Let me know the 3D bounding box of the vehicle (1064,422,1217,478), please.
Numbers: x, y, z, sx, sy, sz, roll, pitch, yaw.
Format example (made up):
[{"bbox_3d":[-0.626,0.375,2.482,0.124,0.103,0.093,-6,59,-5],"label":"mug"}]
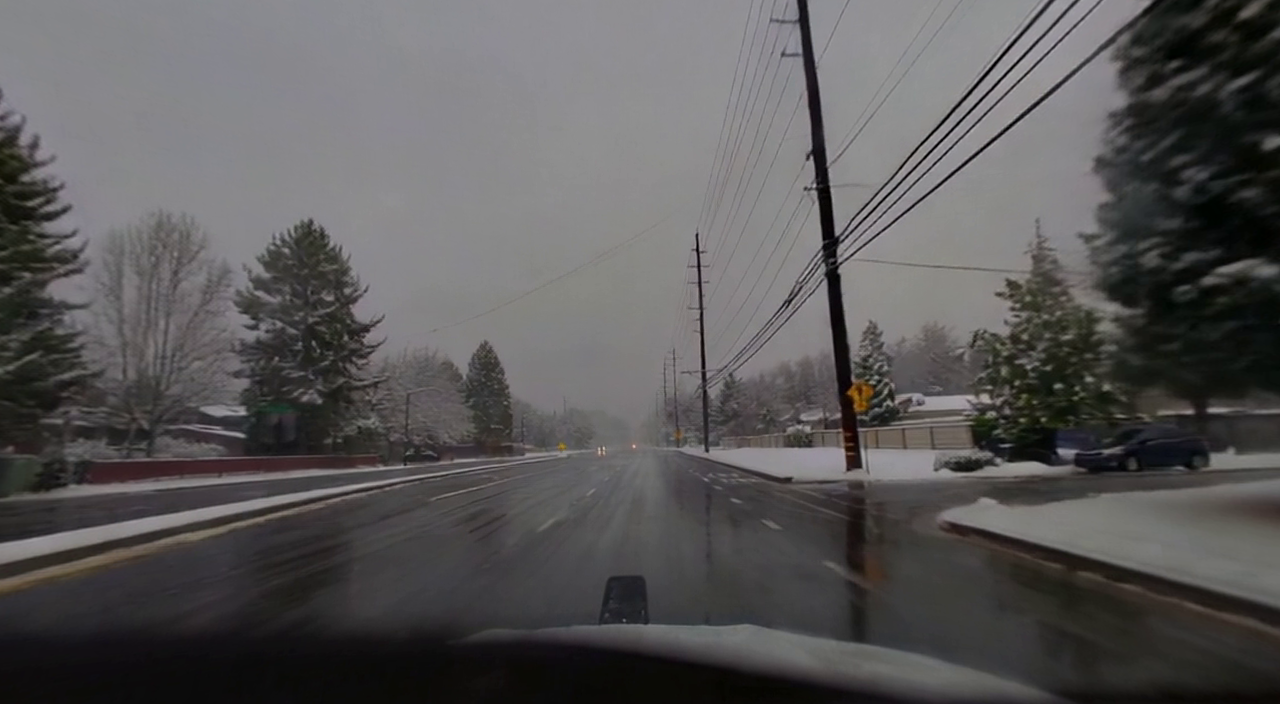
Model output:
[{"bbox_3d":[18.427,3.599,23.303,4.229,1.911,2.134,2,-8,-13],"label":"vehicle"}]
